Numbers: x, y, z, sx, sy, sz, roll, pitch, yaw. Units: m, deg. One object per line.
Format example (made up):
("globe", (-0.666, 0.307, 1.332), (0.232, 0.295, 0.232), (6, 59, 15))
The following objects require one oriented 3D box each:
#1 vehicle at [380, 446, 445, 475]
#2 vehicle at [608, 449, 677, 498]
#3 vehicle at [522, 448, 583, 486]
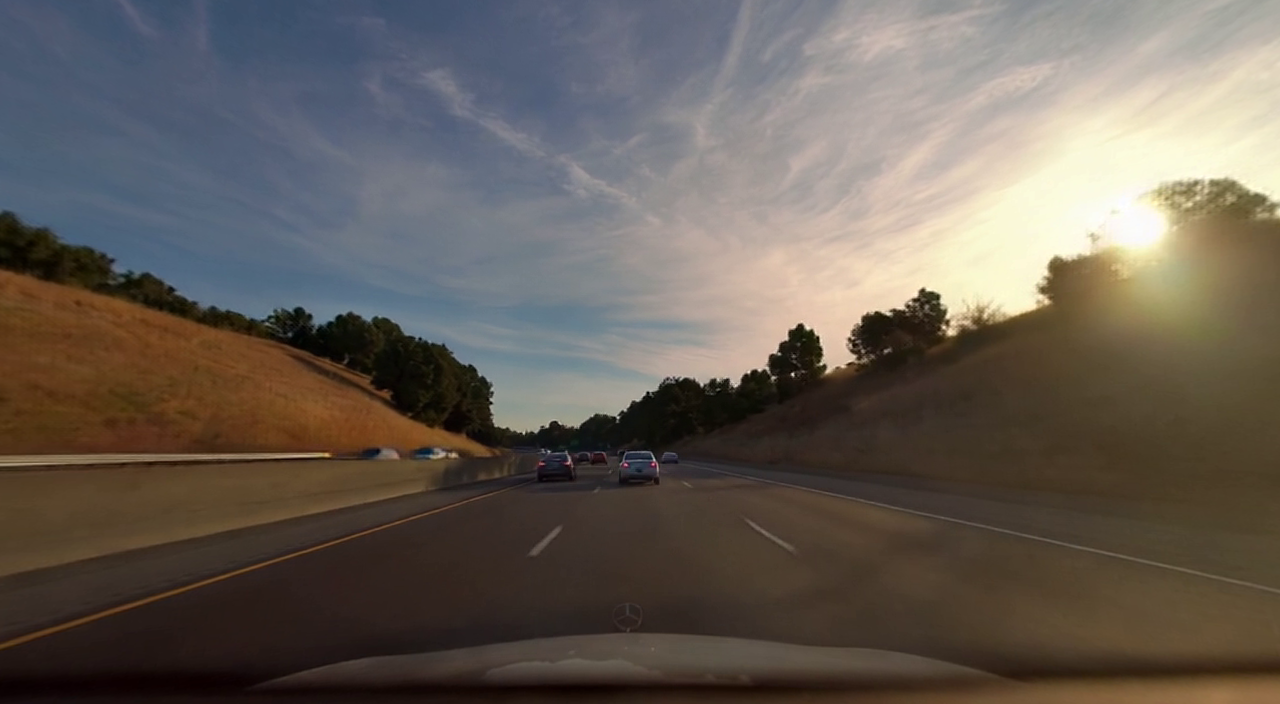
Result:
("vehicle", (-12.287, 5.884, 34.323), (1.867, 1.457, 4.487), (0, -9, 0))
("vehicle", (0.041, 3.886, 20.580), (2.023, 1.400, 4.028), (0, -9, -1))
("vehicle", (-3.888, 5.180, 28.779), (2.153, 1.581, 4.375), (0, -9, 0))
